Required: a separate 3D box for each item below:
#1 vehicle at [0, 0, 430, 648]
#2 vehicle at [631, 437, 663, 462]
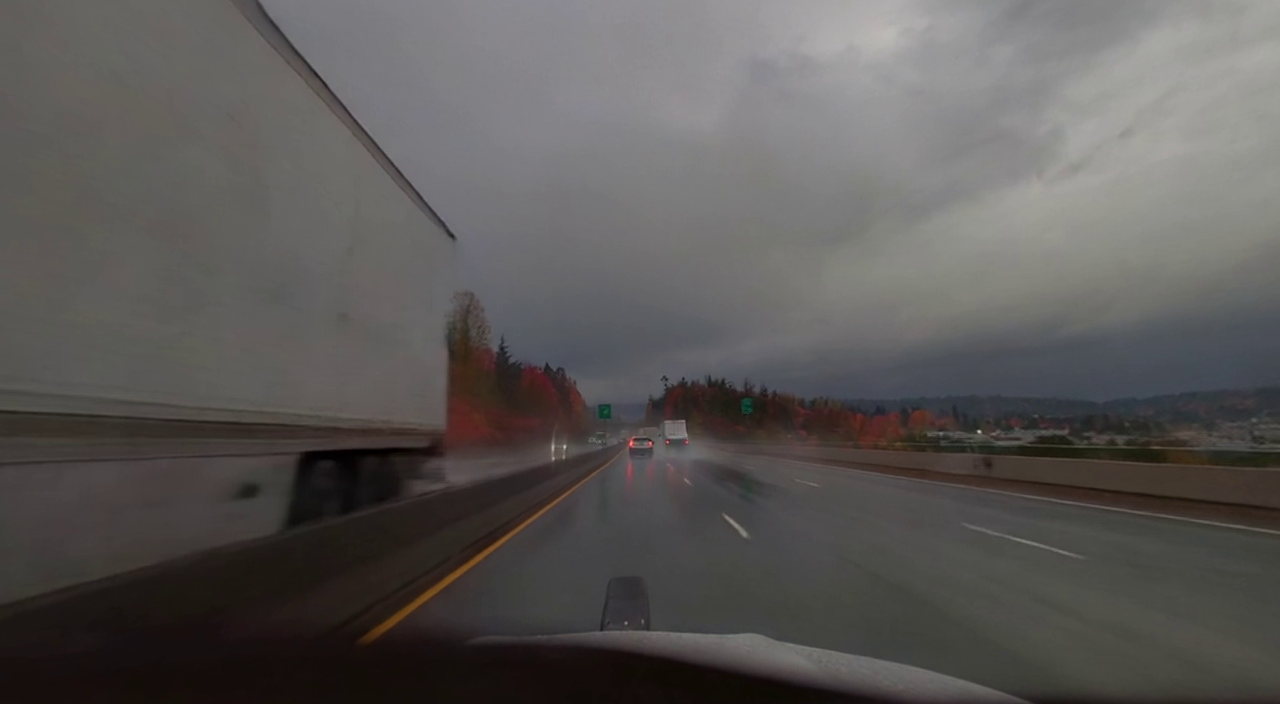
[{"bbox_3d":[-4.320,-0.768,2.310,3.120,3.936,11.480,0,-8,0],"label":"vehicle"},{"bbox_3d":[0.421,6.037,39.127,1.924,1.498,3.817,0,-8,1],"label":"vehicle"}]
